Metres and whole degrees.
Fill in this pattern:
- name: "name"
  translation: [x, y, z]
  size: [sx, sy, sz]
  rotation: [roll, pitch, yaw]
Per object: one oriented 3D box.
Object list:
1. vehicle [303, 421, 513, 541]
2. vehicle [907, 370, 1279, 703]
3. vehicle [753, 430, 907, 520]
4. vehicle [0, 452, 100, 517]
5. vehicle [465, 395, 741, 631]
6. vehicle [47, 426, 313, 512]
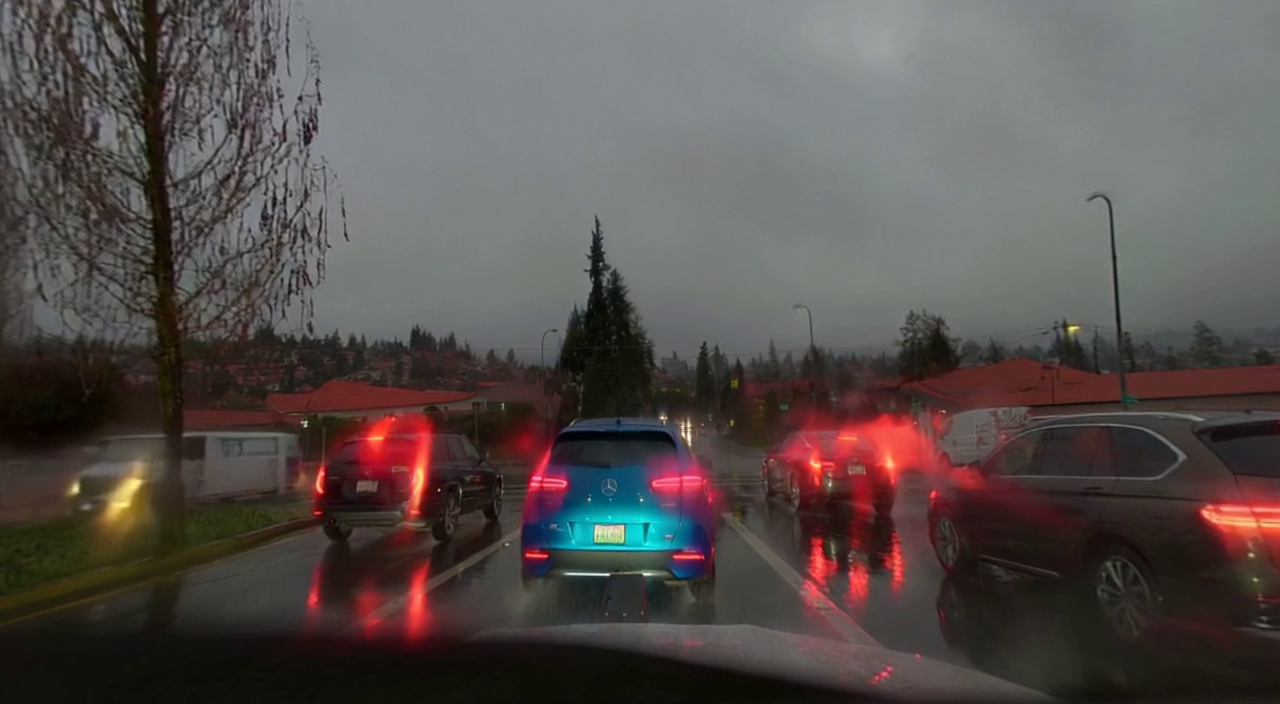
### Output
- name: "vehicle"
  translation: [-3.762, 2.166, 11.224]
  size: [2.012, 1.701, 4.316]
  rotation: [0, -8, 1]
- name: "vehicle"
  translation: [4.165, 1.281, 5.392]
  size: [2.014, 1.740, 4.515]
  rotation: [-1, -8, 4]
- name: "vehicle"
  translation: [3.673, 2.437, 12.983]
  size: [1.847, 1.554, 3.885]
  rotation: [0, -8, -2]
- name: "vehicle"
  translation: [-15.822, 3.215, 15.399]
  size: [1.774, 1.468, 3.863]
  rotation: [0, -8, 1]
- name: "vehicle"
  translation: [-0.154, 1.480, 6.743]
  size: [2.022, 1.700, 4.084]
  rotation: [0, -9, 4]
- name: "vehicle"
  translation: [-12.138, 3.136, 17.611]
  size: [2.276, 1.926, 6.686]
  rotation: [0, -8, 1]
